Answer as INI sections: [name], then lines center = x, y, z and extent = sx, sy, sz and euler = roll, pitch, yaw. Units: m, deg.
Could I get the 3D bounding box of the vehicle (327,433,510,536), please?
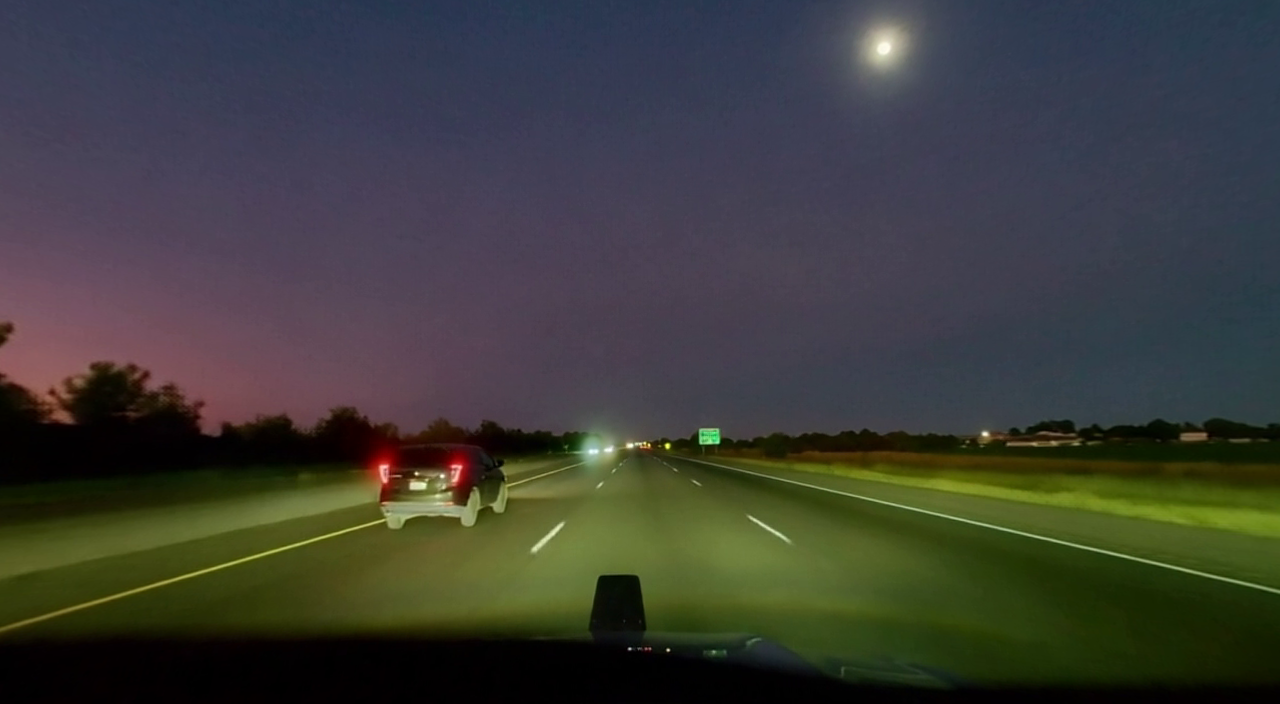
[vehicle]
center = -3.695, 2.269, 11.358
extent = 1.815, 1.500, 4.036
euler = 0, -9, 0
